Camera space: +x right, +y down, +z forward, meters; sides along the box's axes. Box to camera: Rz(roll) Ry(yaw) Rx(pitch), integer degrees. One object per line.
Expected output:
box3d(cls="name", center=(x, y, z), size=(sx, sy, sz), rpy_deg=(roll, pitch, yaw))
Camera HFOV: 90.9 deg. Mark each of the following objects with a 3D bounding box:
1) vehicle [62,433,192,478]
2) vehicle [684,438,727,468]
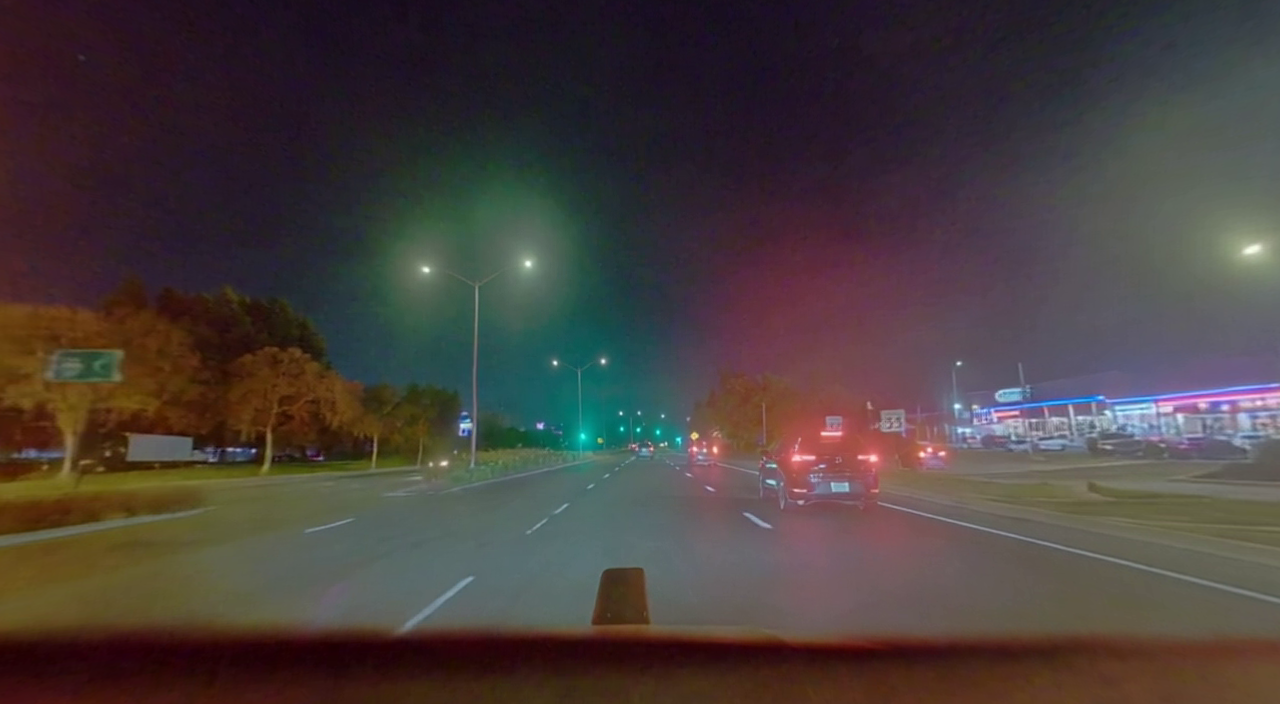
box3d(cls="vehicle", center=(-32.693, 6.595, 40.342), size=(6.090, 2.737, 2.475), rpy_deg=(-1, -8, 1))
box3d(cls="vehicle", center=(3.828, 5.986, 37.555), size=(2.007, 1.683, 4.171), rpy_deg=(0, -8, -1))
